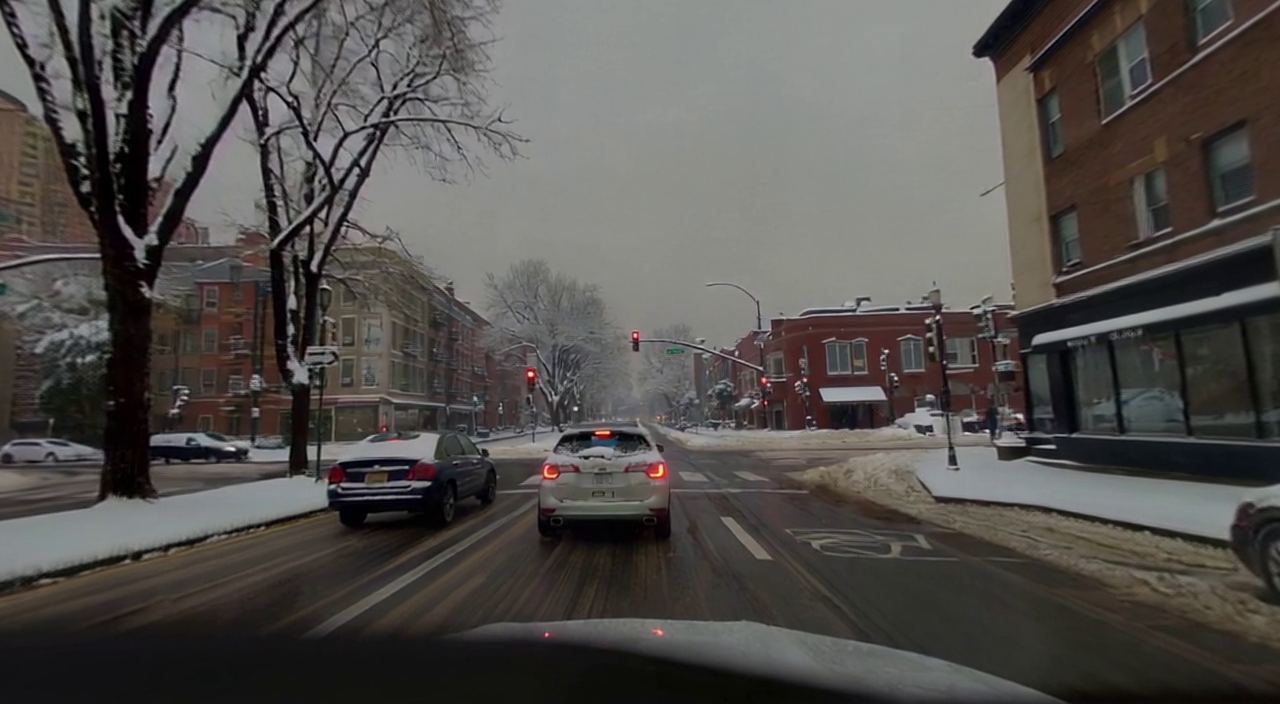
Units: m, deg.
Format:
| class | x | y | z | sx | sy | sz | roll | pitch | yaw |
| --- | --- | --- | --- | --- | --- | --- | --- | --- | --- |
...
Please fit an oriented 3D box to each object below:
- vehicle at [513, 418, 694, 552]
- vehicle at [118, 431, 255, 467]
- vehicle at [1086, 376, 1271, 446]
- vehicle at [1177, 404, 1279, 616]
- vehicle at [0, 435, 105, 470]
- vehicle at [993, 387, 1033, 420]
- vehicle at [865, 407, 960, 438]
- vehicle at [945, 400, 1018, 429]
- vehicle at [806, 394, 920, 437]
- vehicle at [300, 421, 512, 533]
| class | x | y | z | sx | sy | sz | roll | pitch | yaw |
| --- | --- | --- | --- | --- | --- | --- | --- | --- | --- |
| vehicle | -0.431 | 1.827 | 9.305 | 2.082 | 1.520 | 3.896 | 0 | -8 | 0 |
| vehicle | -19.377 | 4.160 | 27.145 | 4.453 | 1.471 | 1.921 | -1 | -8 | 3 |
| vehicle | 21.657 | 2.453 | 25.522 | 5.756 | 2.653 | 2.403 | 1 | -9 | -11 |
| vehicle | 6.193 | 1.074 | 3.748 | 1.904 | 1.705 | 4.510 | 0 | -8 | -2 |
| vehicle | -32.437 | 5.498 | 34.568 | 4.280 | 1.857 | 2.136 | 0 | -8 | 1 |
| vehicle | 27.042 | 3.799 | 45.695 | 2.152 | 1.993 | 5.078 | -6 | -10 | 32 |
| vehicle | 15.170 | 3.963 | 35.164 | 4.775 | 1.604 | 1.915 | 3 | -9 | -20 |
| vehicle | 21.144 | 3.920 | 39.082 | 5.017 | 1.542 | 2.055 | 6 | -11 | -38 |
| vehicle | 13.778 | 4.008 | 39.033 | 6.541 | 2.480 | 2.259 | 3 | -9 | -19 |
| vehicle | -3.689 | 2.056 | 11.006 | 1.934 | 1.522 | 4.464 | 0 | -8 | 1 |
